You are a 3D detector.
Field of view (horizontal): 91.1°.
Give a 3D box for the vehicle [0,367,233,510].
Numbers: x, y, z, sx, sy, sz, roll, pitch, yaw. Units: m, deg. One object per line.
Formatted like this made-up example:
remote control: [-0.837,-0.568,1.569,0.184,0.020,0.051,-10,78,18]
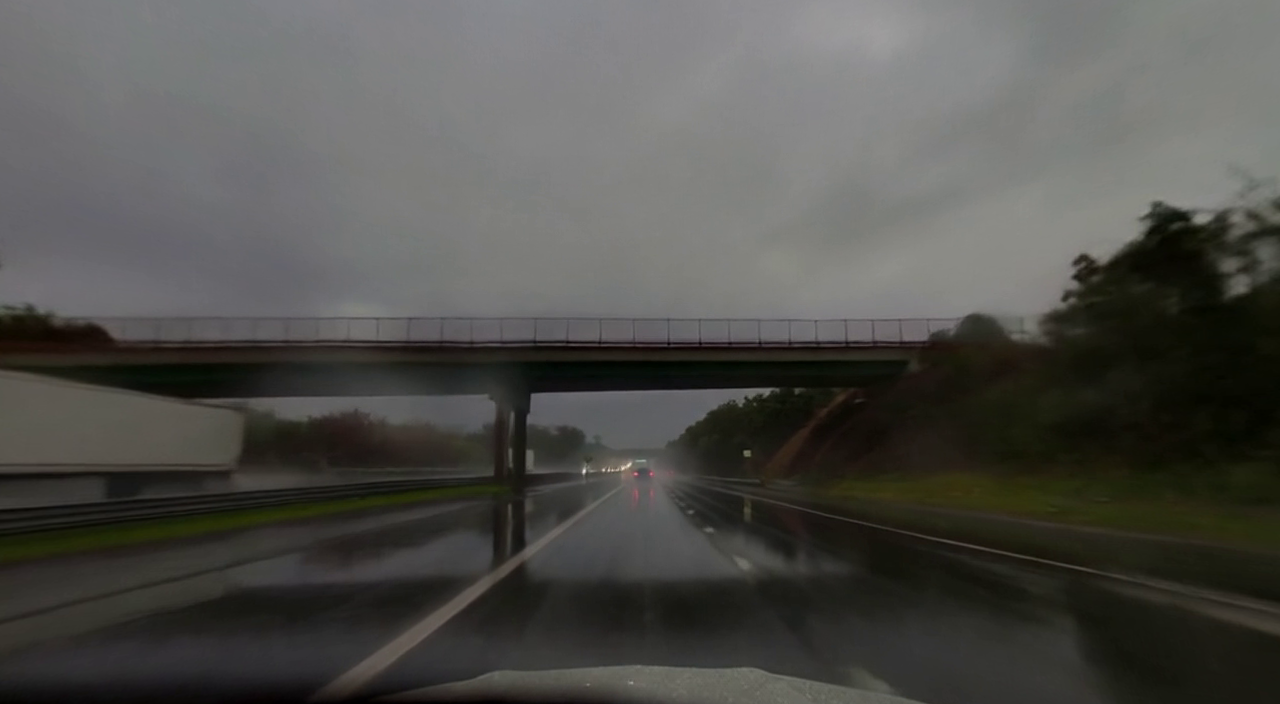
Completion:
vehicle: [-19.736,3.101,21.332,2.893,4.010,13.120,1,-11,0]
